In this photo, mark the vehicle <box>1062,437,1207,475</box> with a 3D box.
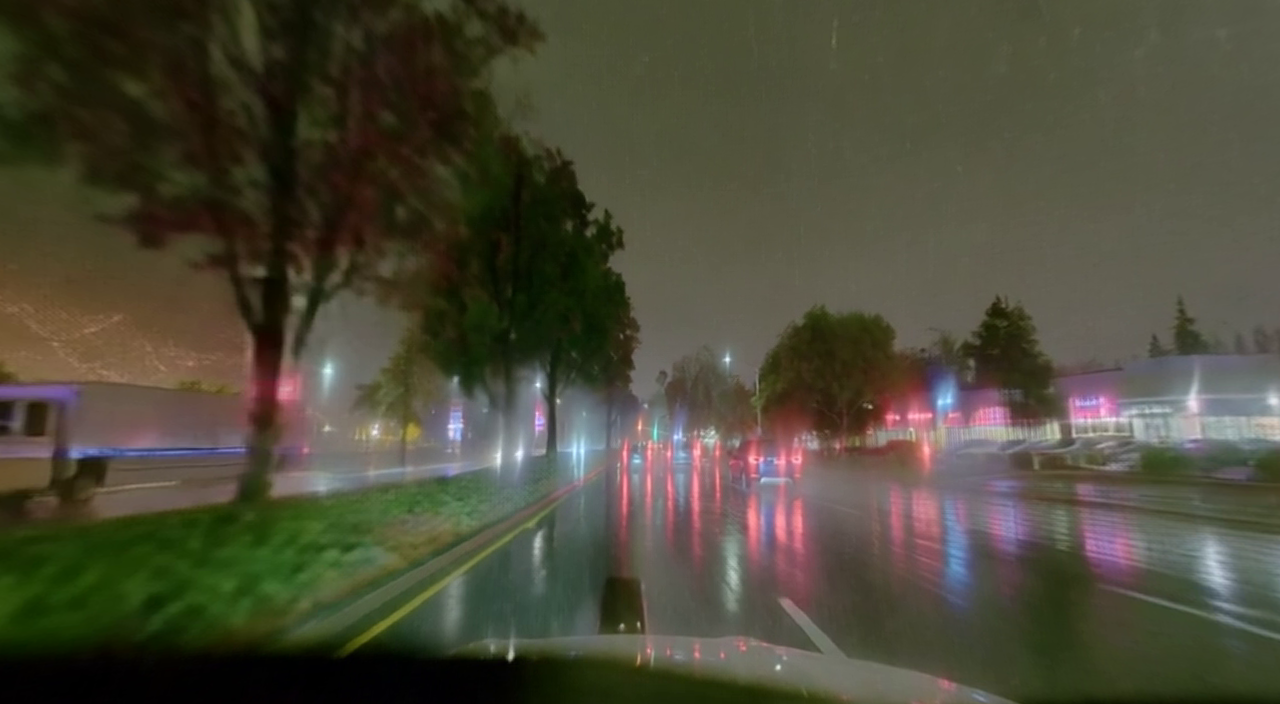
[{"bbox_3d":[20.217,4.255,25.946,4.360,1.383,1.960,-1,-8,-3],"label":"vehicle"}]

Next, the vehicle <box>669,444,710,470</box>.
[{"bbox_3d":[2.831,6.093,36.865,1.970,1.402,3.756,0,-9,-1],"label":"vehicle"}]

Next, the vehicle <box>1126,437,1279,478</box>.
[{"bbox_3d":[20.867,3.877,23.352,4.176,1.386,1.865,0,-8,0],"label":"vehicle"}]

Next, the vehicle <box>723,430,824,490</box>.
[{"bbox_3d":[4.404,3.657,21.710,2.140,1.811,4.593,1,-9,-4],"label":"vehicle"}]

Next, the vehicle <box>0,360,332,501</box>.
[{"bbox_3d":[-18.879,3.569,27.040,3.207,4.202,16.118,-1,-9,0],"label":"vehicle"}]

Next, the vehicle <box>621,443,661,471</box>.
[{"bbox_3d":[0.044,5.666,34.216,2.056,1.440,3.798,0,-9,0],"label":"vehicle"}]

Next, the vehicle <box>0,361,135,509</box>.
[{"bbox_3d":[-19.106,2.253,17.216,2.999,4.017,8.806,0,-9,2],"label":"vehicle"}]

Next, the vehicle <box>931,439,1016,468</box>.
[{"bbox_3d":[20.904,6.347,39.659,4.162,1.546,2.051,-1,-7,-5],"label":"vehicle"}]
